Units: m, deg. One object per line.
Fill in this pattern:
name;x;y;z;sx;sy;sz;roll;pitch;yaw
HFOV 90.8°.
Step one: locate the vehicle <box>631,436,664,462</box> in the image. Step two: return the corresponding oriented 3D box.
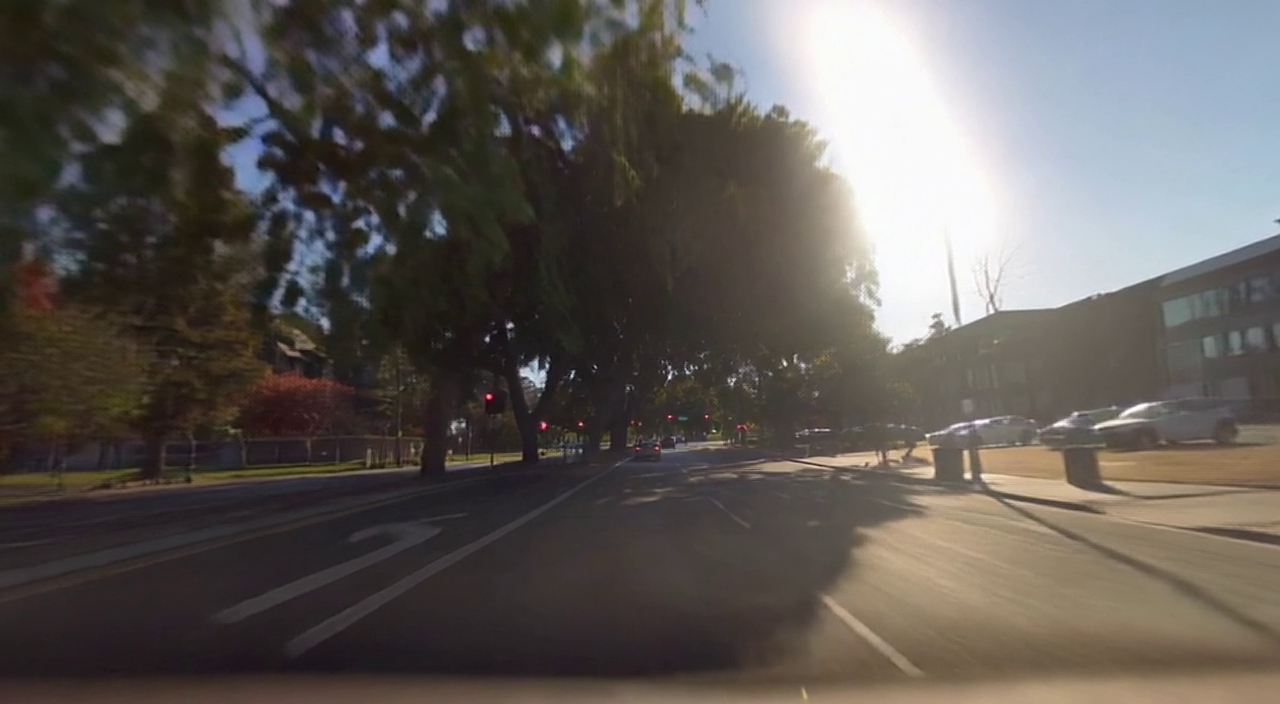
vehicle;0.528;6.392;41.729;2.037;1.568;3.693;-1;-8;2
